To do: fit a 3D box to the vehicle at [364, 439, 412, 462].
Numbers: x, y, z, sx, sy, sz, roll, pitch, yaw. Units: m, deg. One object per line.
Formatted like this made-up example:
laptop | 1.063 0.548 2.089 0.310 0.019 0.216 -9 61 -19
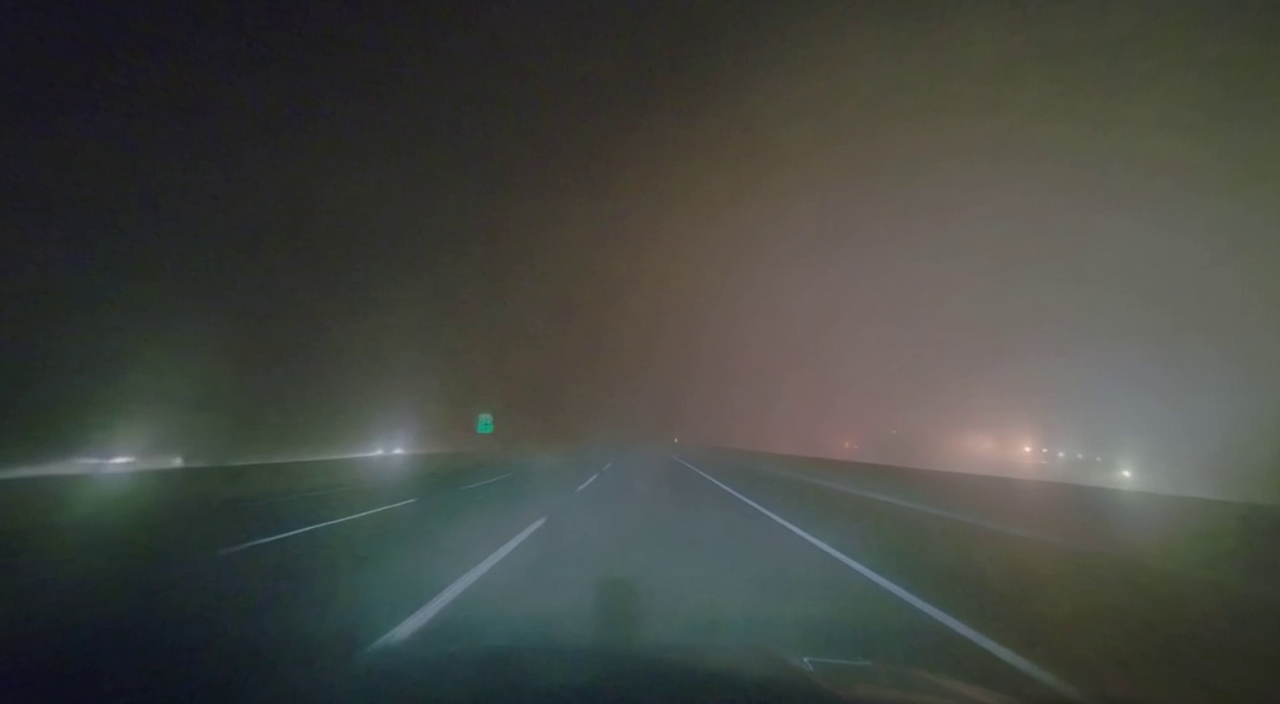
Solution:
vehicle | -19.431 7.594 48.773 1.891 1.607 4.384 0 -8 0
